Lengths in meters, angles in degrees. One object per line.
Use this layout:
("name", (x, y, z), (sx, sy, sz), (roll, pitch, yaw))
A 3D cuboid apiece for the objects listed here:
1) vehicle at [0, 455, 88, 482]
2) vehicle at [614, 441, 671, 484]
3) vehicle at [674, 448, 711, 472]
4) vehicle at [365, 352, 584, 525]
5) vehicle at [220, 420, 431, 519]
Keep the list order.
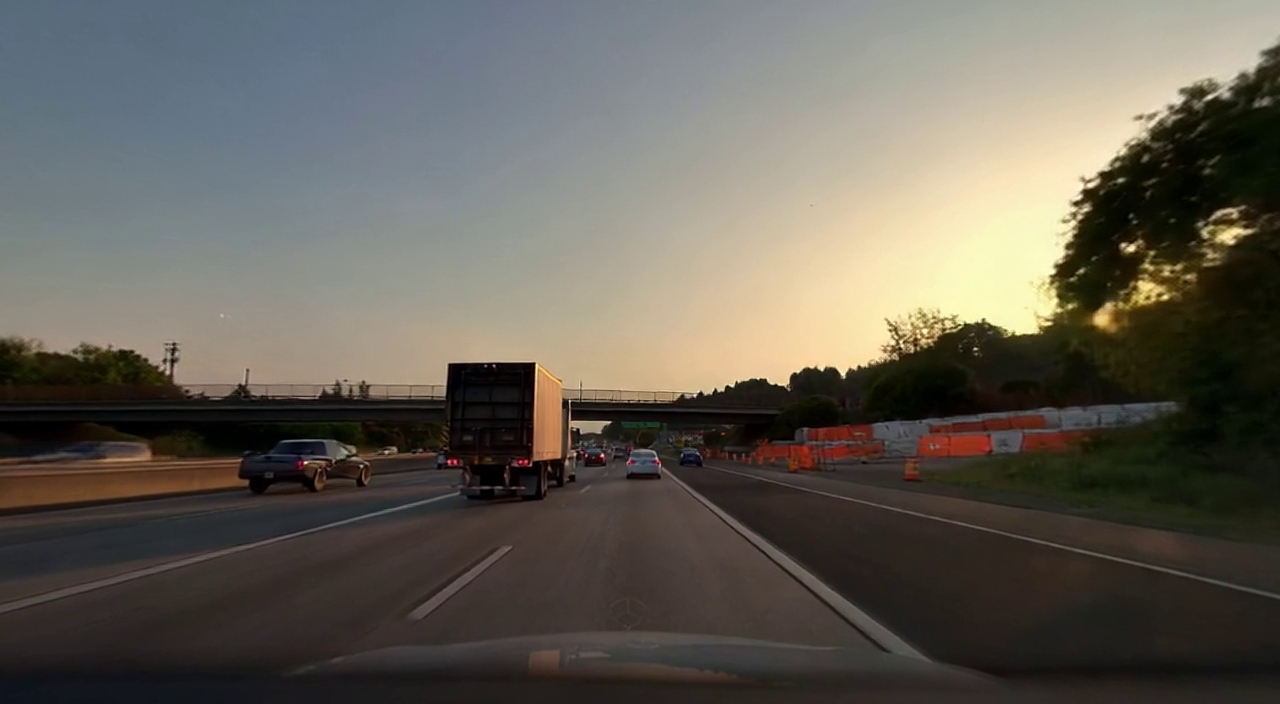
("vehicle", (-45.314, 8.786, 47.784), (2.114, 1.860, 5.237), (0, -8, 0))
("vehicle", (0.035, 4.704, 27.201), (2.270, 1.696, 4.061), (0, -8, -2))
("vehicle", (3.481, 7.211, 42.421), (2.003, 1.465, 4.092), (0, -8, -2))
("vehicle", (-3.631, 2.434, 17.580), (3.075, 3.276, 11.073), (0, -8, 0))
("vehicle", (-7.493, 2.870, 16.081), (2.309, 2.007, 5.974), (0, -8, 0))
